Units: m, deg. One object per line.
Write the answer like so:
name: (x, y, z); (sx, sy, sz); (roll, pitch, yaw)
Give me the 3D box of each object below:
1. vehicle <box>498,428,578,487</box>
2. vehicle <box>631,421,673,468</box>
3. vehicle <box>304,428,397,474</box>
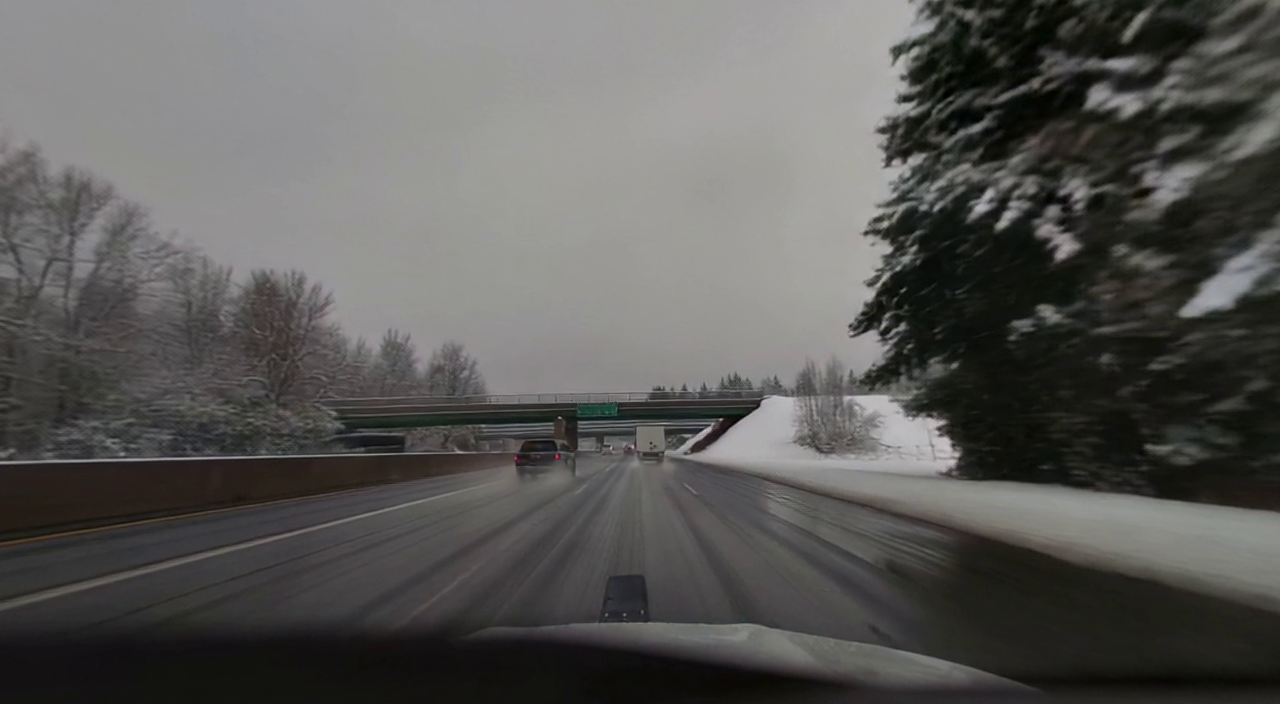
vehicle: (-3.911, 4.202, 25.320); (2.233, 2.093, 5.565); (0, -9, 0)
vehicle: (0.756, 6.797, 46.041); (2.790, 3.075, 7.414); (0, -9, 0)
vehicle: (-16.504, 5.717, 36.372); (2.629, 2.384, 5.546); (0, -9, 0)
